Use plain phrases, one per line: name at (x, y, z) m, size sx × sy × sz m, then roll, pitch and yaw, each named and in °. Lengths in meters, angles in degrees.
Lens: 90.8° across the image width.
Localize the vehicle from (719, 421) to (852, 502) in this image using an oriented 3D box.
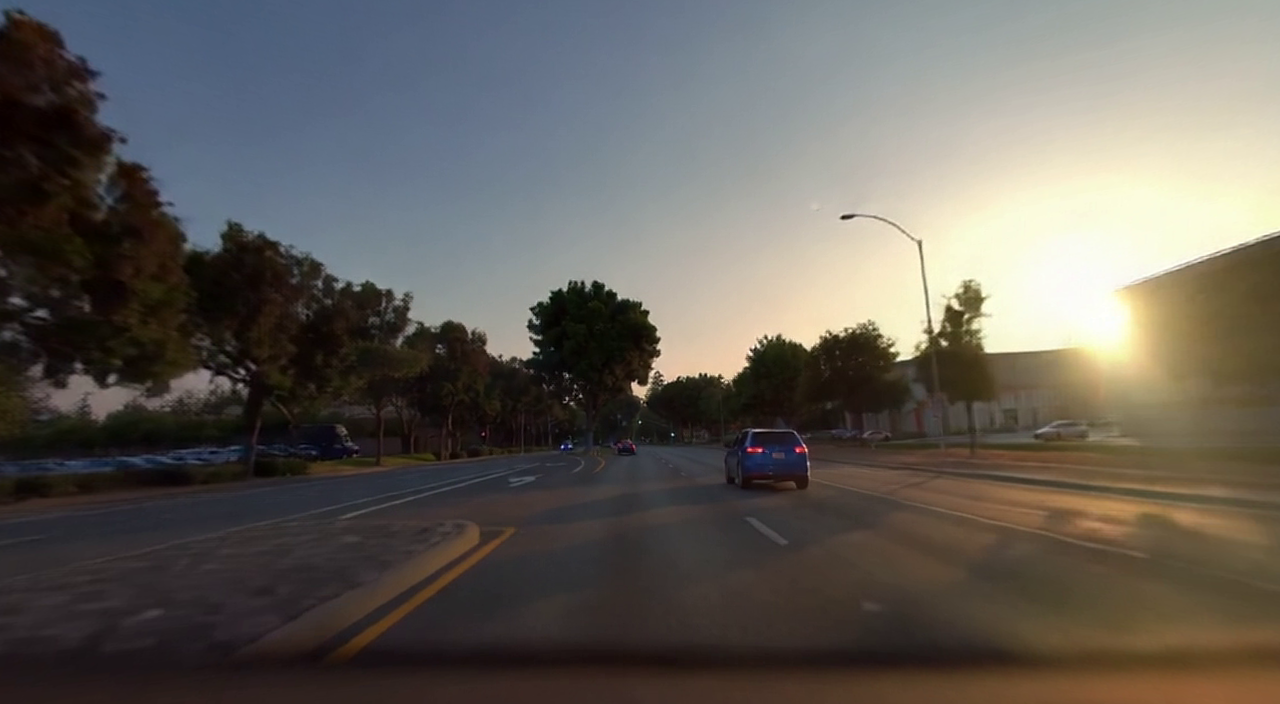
vehicle at (3.293, 2.569, 15.265) m, size 2.060 × 1.665 × 4.284 m, roll 0°, pitch -8°, yaw -2°

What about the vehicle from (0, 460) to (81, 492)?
vehicle at (-30.859, 6.141, 31.302) m, size 4.415 × 1.418 × 1.961 m, roll 0°, pitch -8°, yaw -1°

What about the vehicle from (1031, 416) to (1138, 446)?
vehicle at (34.157, 6.092, 48.660) m, size 6.681 × 2.063 × 2.342 m, roll -1°, pitch -7°, yaw -6°

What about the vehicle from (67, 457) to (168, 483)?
vehicle at (-30.507, 6.902, 36.986) m, size 4.070 × 1.399 × 2.041 m, roll 0°, pitch -8°, yaw 0°
